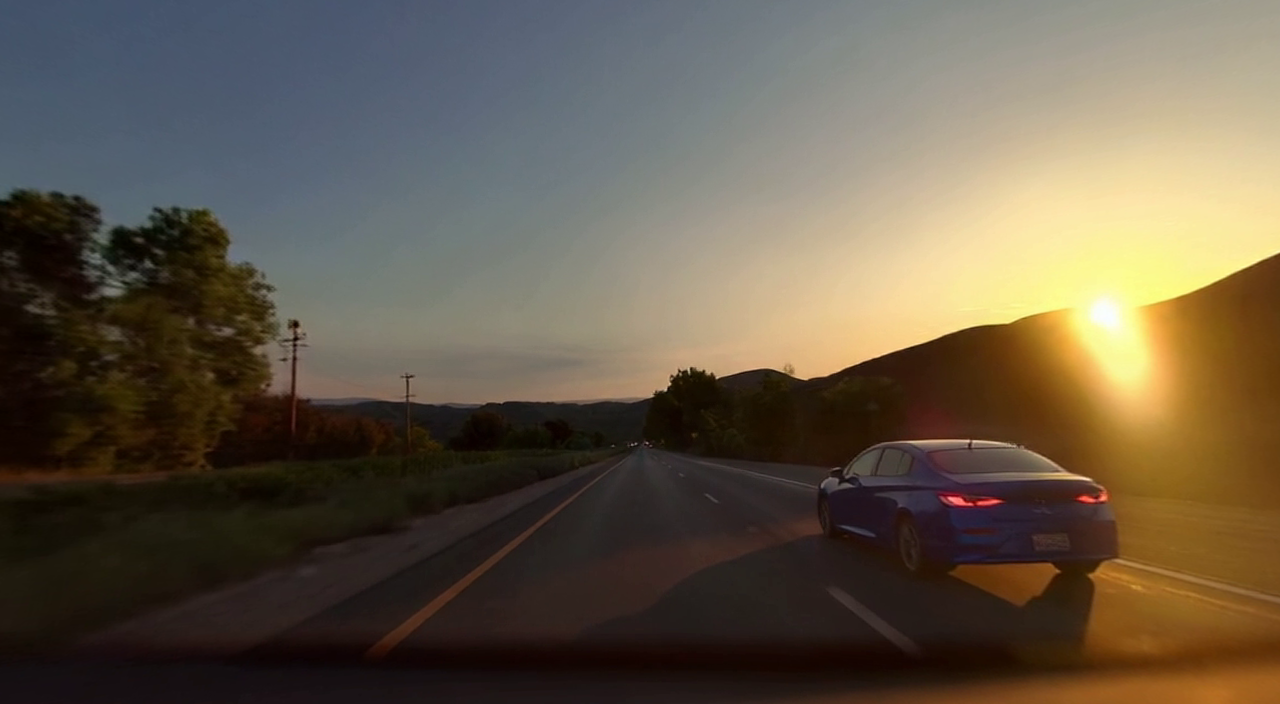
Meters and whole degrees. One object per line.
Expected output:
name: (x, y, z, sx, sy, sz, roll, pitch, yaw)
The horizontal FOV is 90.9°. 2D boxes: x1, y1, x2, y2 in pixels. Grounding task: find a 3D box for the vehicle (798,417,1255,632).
vehicle: (3.258, 1.535, 6.680, 2.003, 1.466, 4.441, 0, -8, 0)
